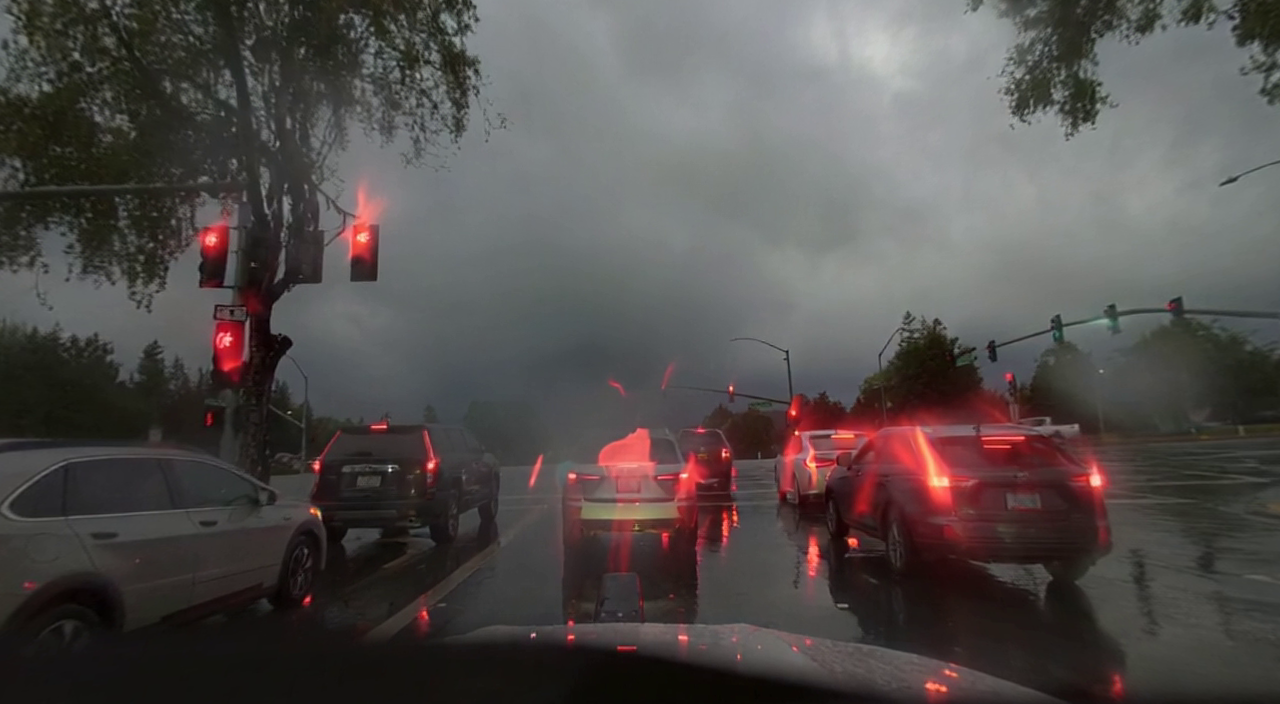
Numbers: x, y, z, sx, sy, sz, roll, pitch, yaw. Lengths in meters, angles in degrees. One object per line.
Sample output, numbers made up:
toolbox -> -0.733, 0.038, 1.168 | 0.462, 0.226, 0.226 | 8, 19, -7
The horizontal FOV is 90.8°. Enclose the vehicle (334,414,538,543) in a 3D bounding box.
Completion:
vehicle -> -3.233, 2.107, 11.154 | 2.048, 1.805, 4.405 | 0, -8, 1

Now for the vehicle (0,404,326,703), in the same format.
vehicle -> -3.352, 0.947, 2.356 | 1.863, 1.495, 4.667 | 0, -8, 2

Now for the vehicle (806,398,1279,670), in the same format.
vehicle -> 3.225, 1.445, 6.187 | 2.006, 1.659, 4.462 | 0, -8, 1

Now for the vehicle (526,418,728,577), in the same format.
vehicle -> -0.100, 1.802, 8.546 | 2.106, 1.655, 3.717 | 0, -8, 1
